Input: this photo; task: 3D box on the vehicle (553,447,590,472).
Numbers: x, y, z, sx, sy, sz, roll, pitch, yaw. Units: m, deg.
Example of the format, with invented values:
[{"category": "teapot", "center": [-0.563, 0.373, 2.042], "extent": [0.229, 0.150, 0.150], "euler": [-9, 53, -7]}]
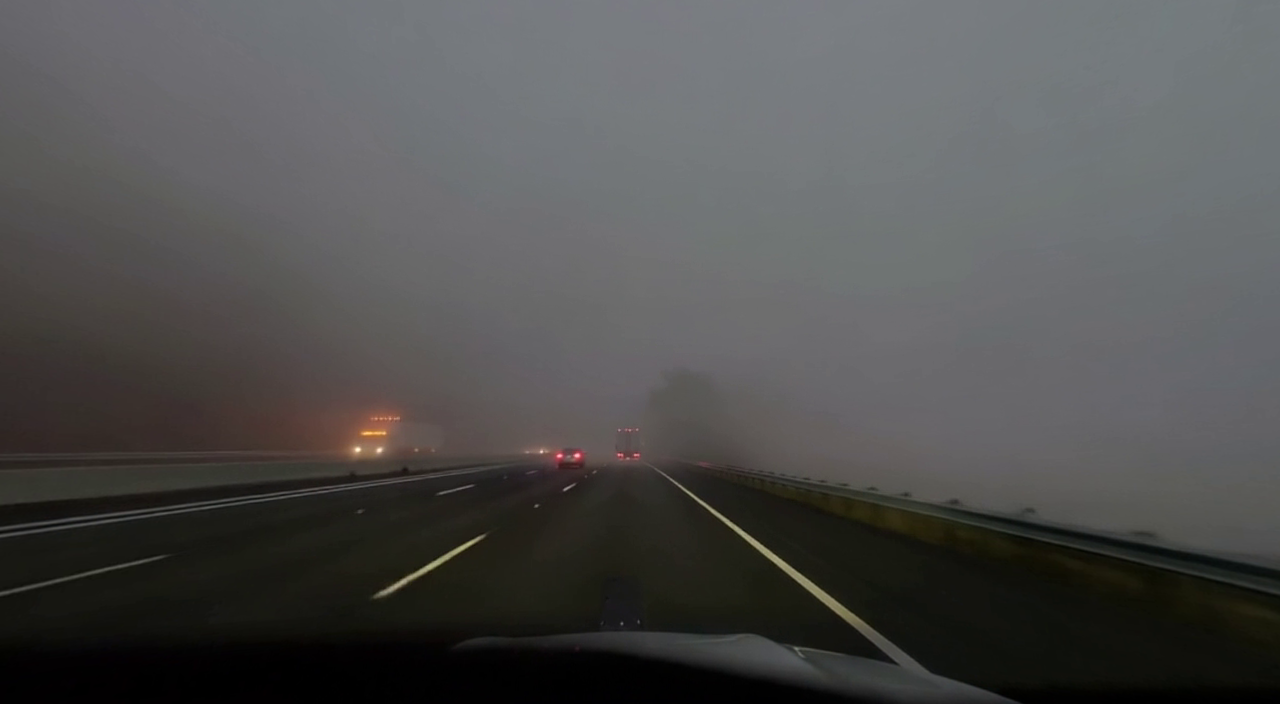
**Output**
[{"category": "vehicle", "center": [-4.657, 7.401, 43.631], "extent": [2.108, 1.573, 5.000], "euler": [0, -9, -1]}]
